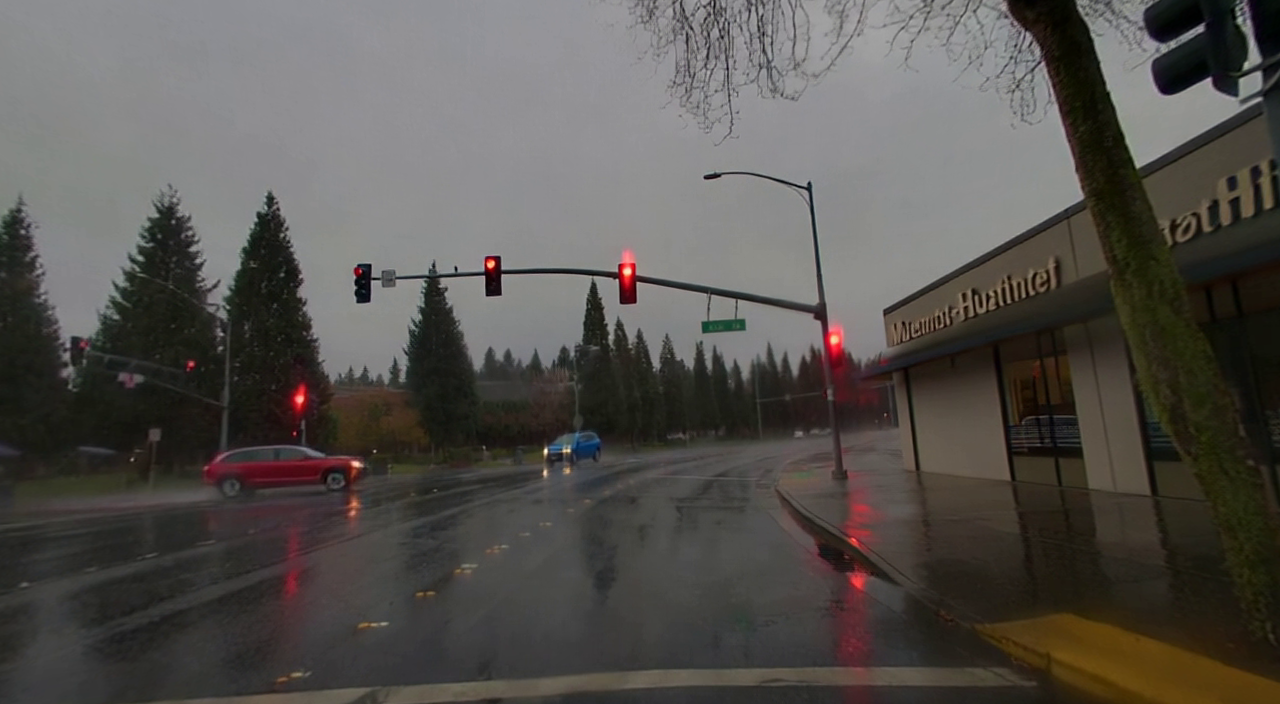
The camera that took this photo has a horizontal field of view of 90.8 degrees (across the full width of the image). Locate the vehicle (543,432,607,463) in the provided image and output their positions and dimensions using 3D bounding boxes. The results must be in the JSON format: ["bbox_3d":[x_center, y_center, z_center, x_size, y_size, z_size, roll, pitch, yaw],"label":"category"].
[{"bbox_3d":[-3.931,5.958,39.334,2.244,1.792,4.648,-3,-9,18],"label":"vehicle"}]

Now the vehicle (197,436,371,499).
[{"bbox_3d":[-11.948,3.887,21.501,4.715,1.745,2.026,-3,-8,-4],"label":"vehicle"}]
